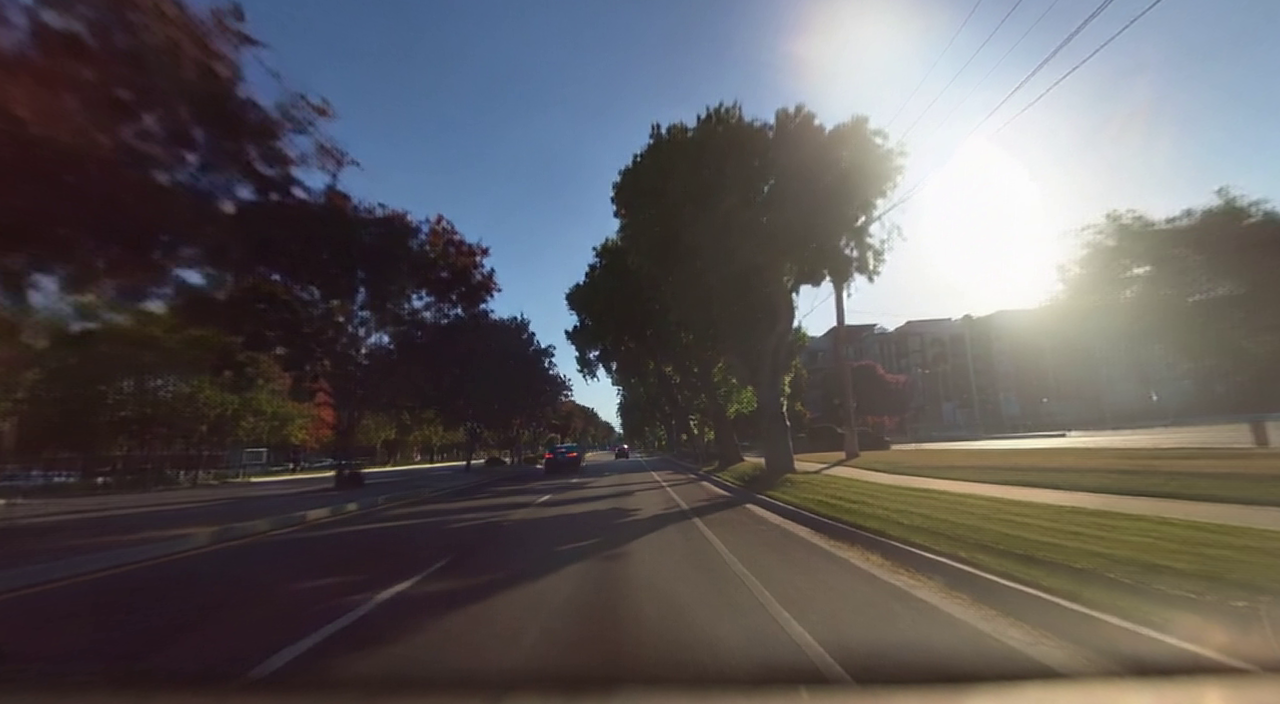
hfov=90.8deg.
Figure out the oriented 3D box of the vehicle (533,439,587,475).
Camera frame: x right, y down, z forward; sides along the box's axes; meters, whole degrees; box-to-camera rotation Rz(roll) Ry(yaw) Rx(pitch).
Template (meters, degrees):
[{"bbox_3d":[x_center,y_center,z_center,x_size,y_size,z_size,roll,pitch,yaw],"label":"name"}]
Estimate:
[{"bbox_3d":[-4.058,5.408,32.840,2.202,1.685,4.772,0,-9,0],"label":"vehicle"}]
